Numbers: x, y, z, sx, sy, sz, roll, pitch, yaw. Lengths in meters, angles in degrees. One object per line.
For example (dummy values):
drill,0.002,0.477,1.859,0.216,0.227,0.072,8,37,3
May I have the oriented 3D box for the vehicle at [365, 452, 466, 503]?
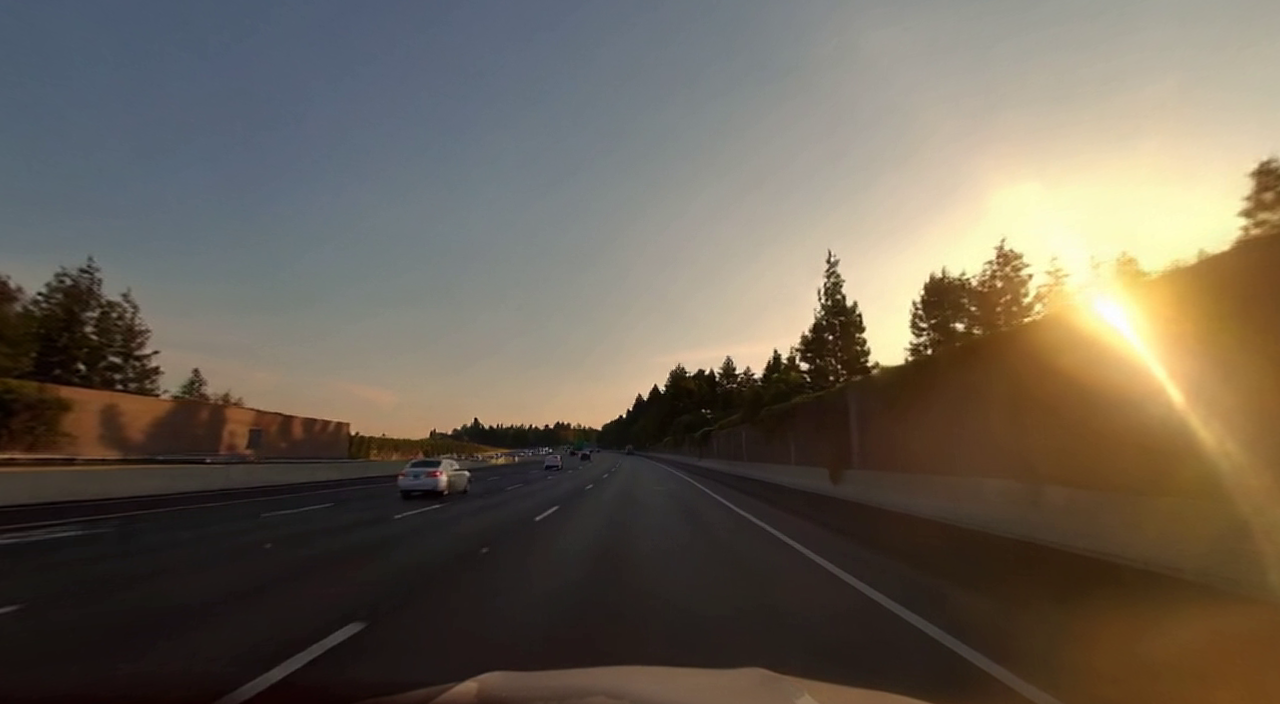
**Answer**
vehicle,-7.044,3.942,20.197,1.782,1.441,3.751,0,-9,1
